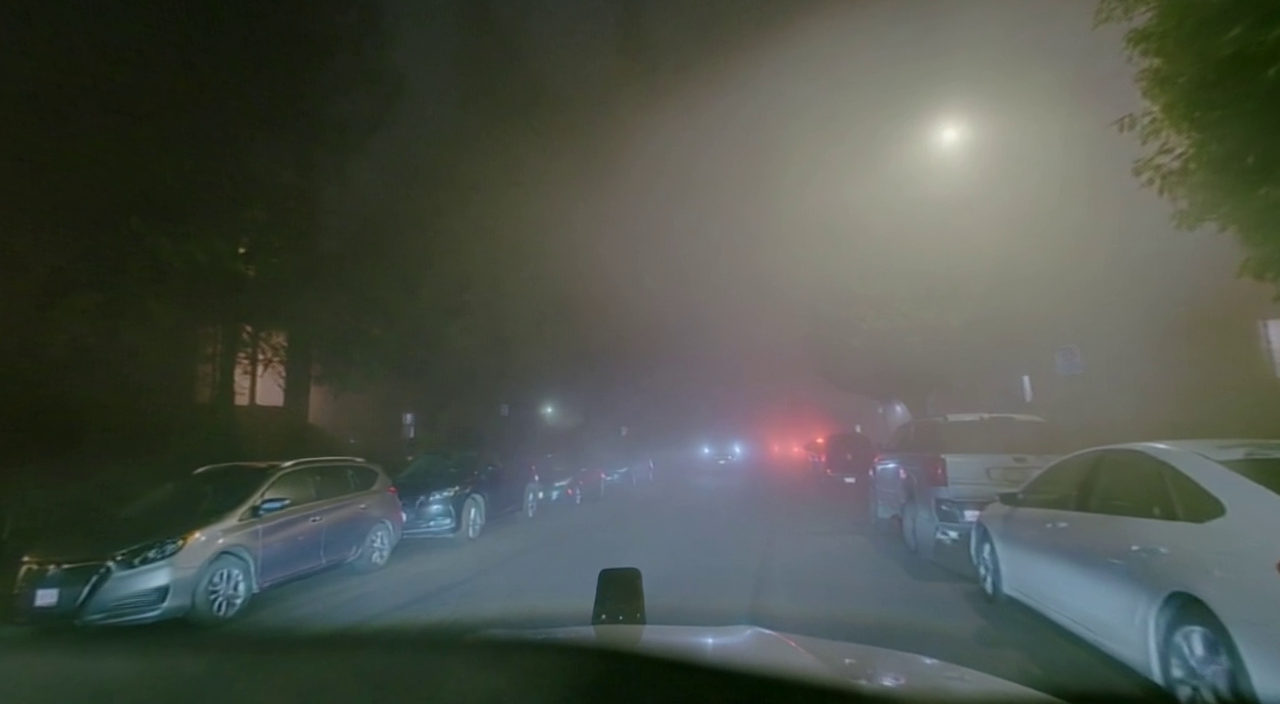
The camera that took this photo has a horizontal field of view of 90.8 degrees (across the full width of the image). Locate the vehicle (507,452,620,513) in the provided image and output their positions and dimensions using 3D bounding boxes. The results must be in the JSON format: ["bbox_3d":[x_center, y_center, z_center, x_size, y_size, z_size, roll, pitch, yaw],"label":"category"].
[{"bbox_3d":[-2.046,3.695,18.526,1.861,1.474,4.749,-2,-9,12],"label":"vehicle"}]

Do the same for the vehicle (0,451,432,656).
[{"bbox_3d":[-4.366,1.916,7.244,1.855,1.510,4.406,-2,-8,10],"label":"vehicle"}]

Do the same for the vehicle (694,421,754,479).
[{"bbox_3d":[4.864,5.463,35.543,2.716,2.887,6.781,-2,-9,12],"label":"vehicle"}]

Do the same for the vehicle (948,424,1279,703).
[{"bbox_3d":[3.738,1.237,3.968,1.992,1.456,4.610,-2,-8,10],"label":"vehicle"}]

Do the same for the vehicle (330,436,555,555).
[{"bbox_3d":[-3.463,2.603,12.445,2.203,1.815,4.972,-1,-8,9],"label":"vehicle"}]
